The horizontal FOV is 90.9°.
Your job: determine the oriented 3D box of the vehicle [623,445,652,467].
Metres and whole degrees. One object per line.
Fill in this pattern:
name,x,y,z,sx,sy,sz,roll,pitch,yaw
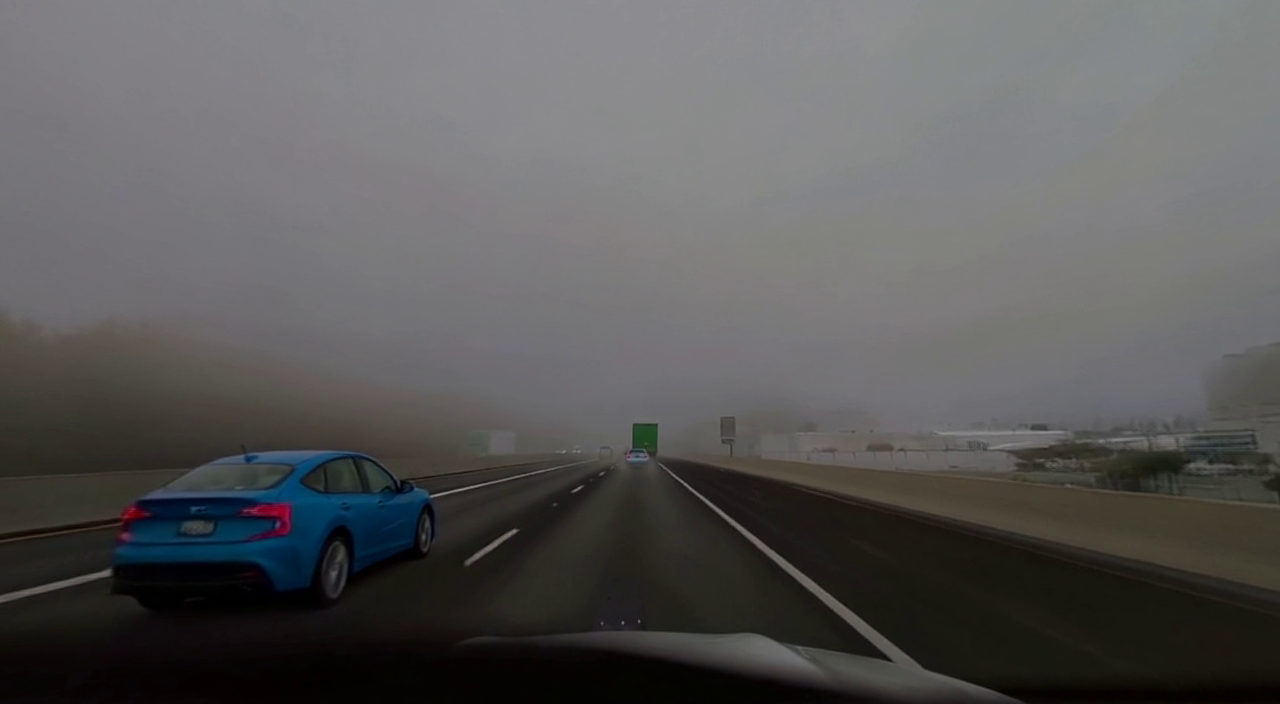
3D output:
vehicle,-0.162,7.857,47.642,2.094,1.559,3.945,0,-9,0
